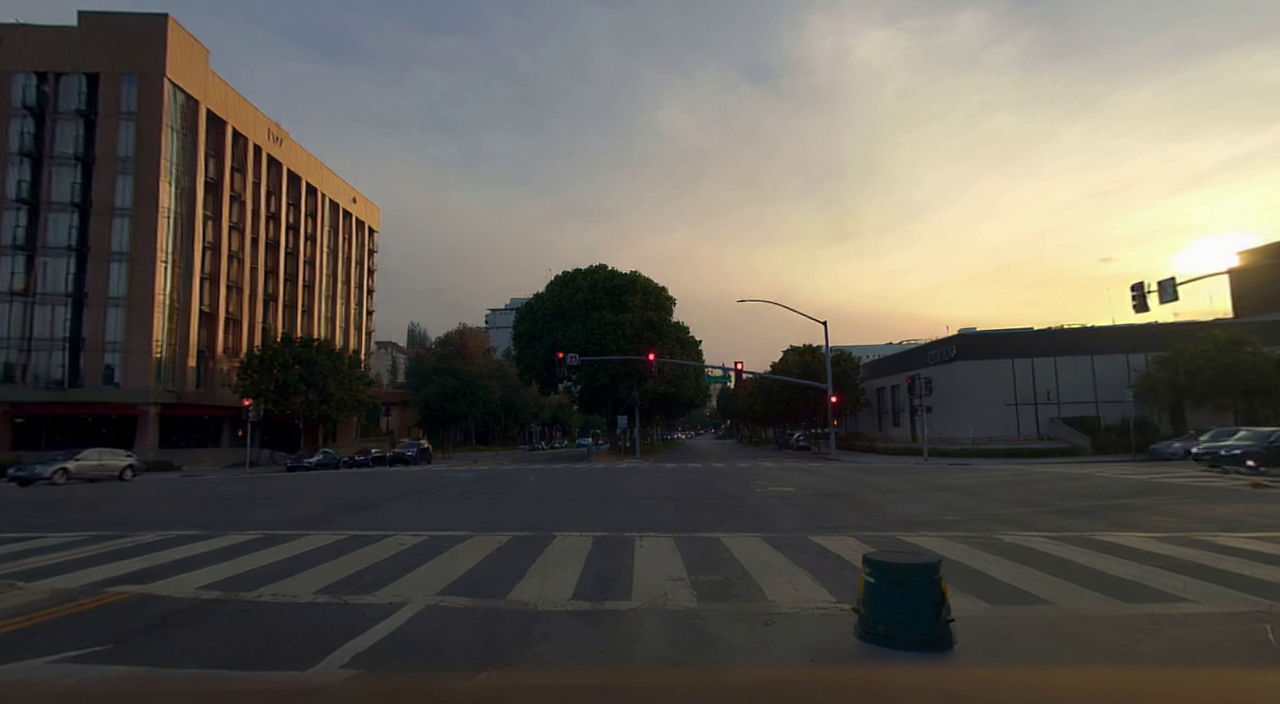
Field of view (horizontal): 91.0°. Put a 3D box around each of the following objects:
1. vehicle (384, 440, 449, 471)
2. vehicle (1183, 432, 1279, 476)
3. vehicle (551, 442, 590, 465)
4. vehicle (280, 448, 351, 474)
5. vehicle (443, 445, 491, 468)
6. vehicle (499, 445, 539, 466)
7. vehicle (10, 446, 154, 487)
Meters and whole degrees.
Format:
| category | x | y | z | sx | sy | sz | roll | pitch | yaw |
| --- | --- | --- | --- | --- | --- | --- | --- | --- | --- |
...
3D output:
| category | x | y | z | sx | sy | sz | roll | pitch | yaw |
| --- | --- | --- | --- | --- | --- | --- | --- | --- | --- |
| vehicle | -15.160 | 7.036 | 43.147 | 2.340 | 1.946 | 5.450 | 0 | -9 | 2 |
| vehicle | 22.304 | 3.583 | 22.248 | 4.474 | 1.477 | 1.908 | 0 | -9 | -3 |
| vehicle | -4.551 | 6.722 | 41.679 | 1.954 | 1.431 | 4.050 | 0 | -9 | 2 |
| vehicle | -21.683 | 7.296 | 42.297 | 1.929 | 1.619 | 4.577 | -1 | -9 | 6 |
| vehicle | -11.657 | 7.066 | 42.691 | 1.911 | 1.476 | 4.297 | -1 | -9 | 2 |
| vehicle | -8.116 | 7.004 | 42.609 | 1.910 | 1.321 | 3.692 | 0 | -9 | 1 |
| vehicle | -27.390 | 5.555 | 31.045 | 2.032 | 1.839 | 4.884 | -7 | -11 | 39 |
